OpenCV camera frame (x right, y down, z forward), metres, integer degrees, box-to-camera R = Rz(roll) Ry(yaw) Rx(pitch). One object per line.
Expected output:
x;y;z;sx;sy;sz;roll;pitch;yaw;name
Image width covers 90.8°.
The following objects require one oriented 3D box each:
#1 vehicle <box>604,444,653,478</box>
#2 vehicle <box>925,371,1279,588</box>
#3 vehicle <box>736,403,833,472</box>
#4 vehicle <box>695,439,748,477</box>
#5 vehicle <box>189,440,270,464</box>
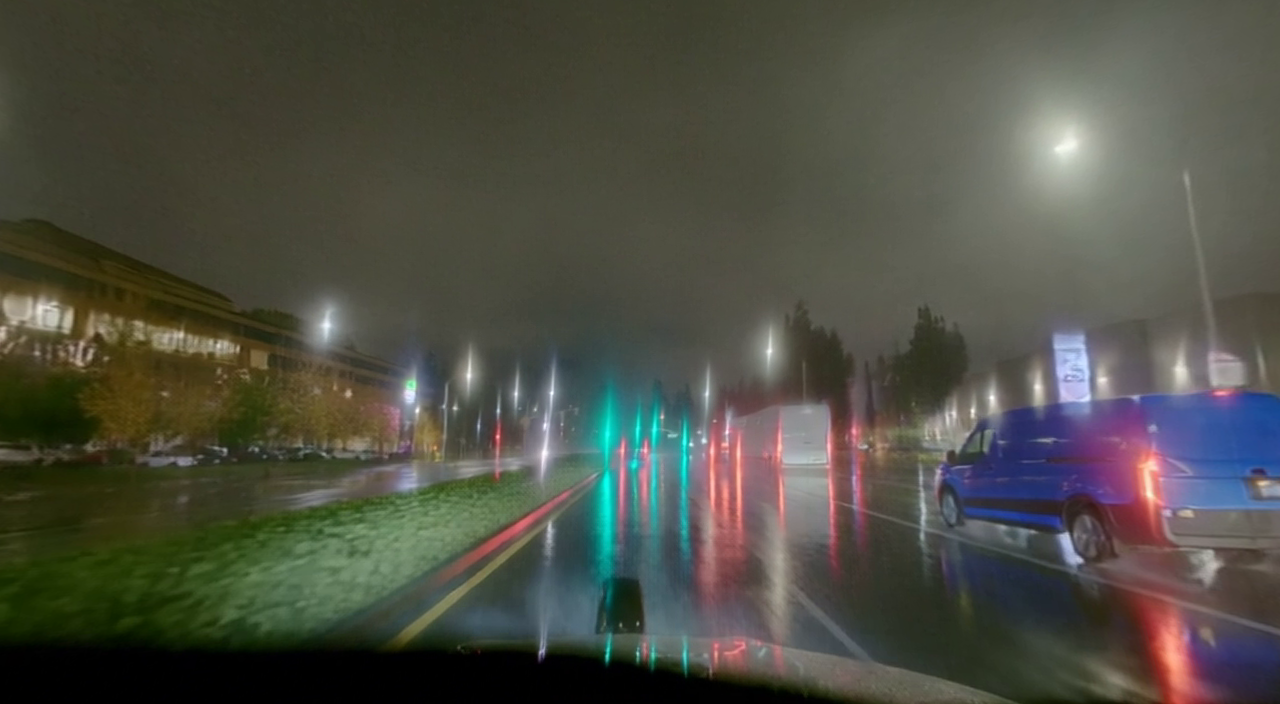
-0.508;4.996;29.192;2.095;1.456;3.873;0;-8;0;vehicle
6.744;1.661;9.091;2.573;2.127;5.568;0;-8;-1;vehicle
9.966;6.387;46.469;2.960;4.109;16.764;0;-8;-1;vehicle
3.863;5.084;30.574;2.047;1.711;4.265;0;-8;1;vehicle
-29.519;7.221;45.561;4.377;1.665;2.129;-1;-8;3;vehicle
